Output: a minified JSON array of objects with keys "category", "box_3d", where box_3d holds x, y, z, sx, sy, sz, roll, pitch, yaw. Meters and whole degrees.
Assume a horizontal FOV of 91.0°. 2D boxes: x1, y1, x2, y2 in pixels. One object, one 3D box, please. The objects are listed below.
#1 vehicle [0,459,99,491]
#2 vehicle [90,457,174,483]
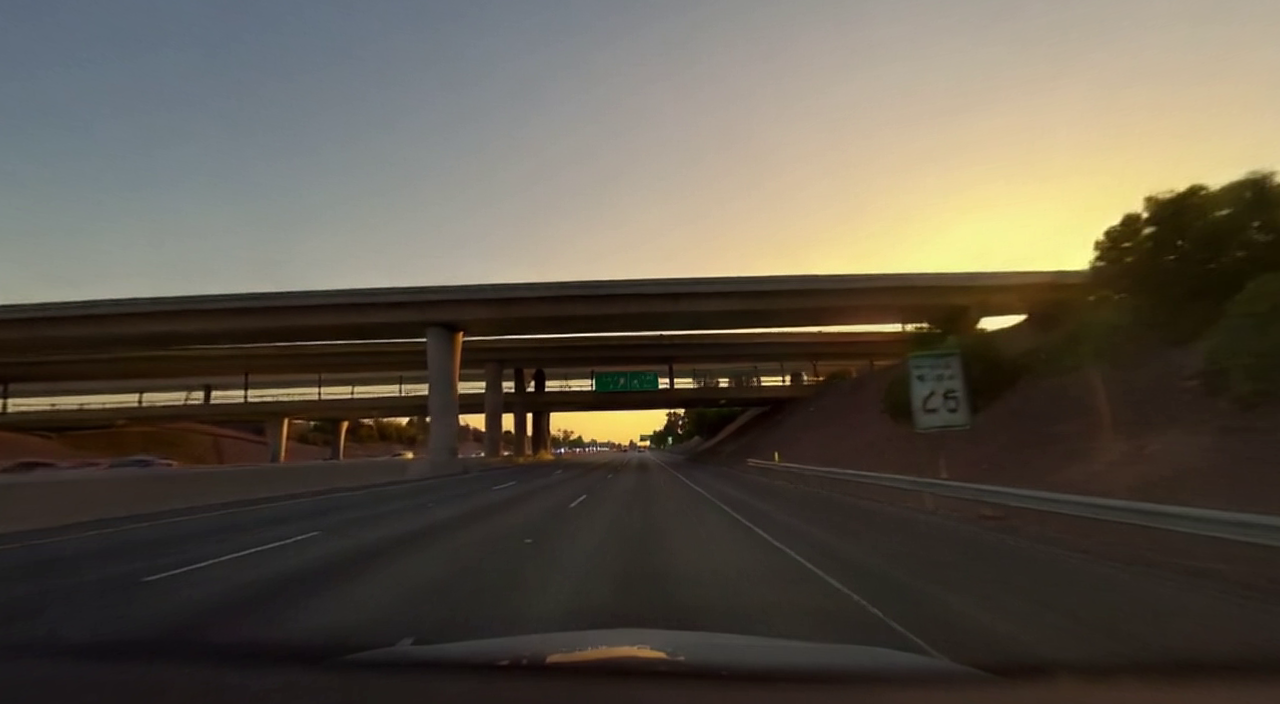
[{"category":"vehicle","box_3d":[-31.727,6.492,33.518,1.815,1.486,4.395,0,-9,1]},{"category":"vehicle","box_3d":[-35.728,8.271,44.465,1.948,1.676,4.660,0,-9,0]}]
